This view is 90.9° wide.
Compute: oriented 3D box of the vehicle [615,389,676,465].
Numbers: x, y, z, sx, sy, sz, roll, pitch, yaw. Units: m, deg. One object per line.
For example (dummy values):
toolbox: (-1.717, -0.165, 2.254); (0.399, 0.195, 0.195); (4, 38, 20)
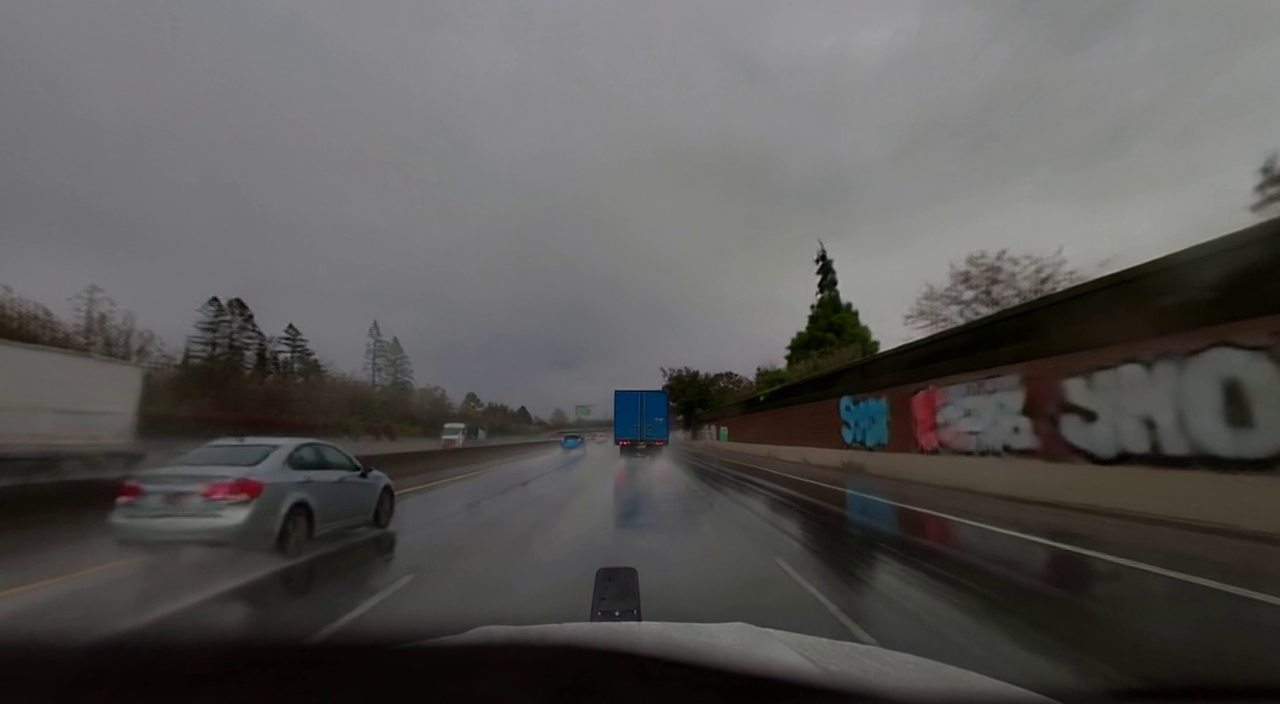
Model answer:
vehicle: (0.133, 4.263, 35.314); (2.927, 3.649, 9.443); (0, -8, -2)

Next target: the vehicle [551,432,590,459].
vehicle: (-4.373, 5.954, 40.258); (2.058, 1.645, 4.130); (0, -8, 0)

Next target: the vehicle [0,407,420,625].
vehicle: (-4.129, 1.465, 6.764); (1.948, 1.526, 4.525); (0, -8, -1)
